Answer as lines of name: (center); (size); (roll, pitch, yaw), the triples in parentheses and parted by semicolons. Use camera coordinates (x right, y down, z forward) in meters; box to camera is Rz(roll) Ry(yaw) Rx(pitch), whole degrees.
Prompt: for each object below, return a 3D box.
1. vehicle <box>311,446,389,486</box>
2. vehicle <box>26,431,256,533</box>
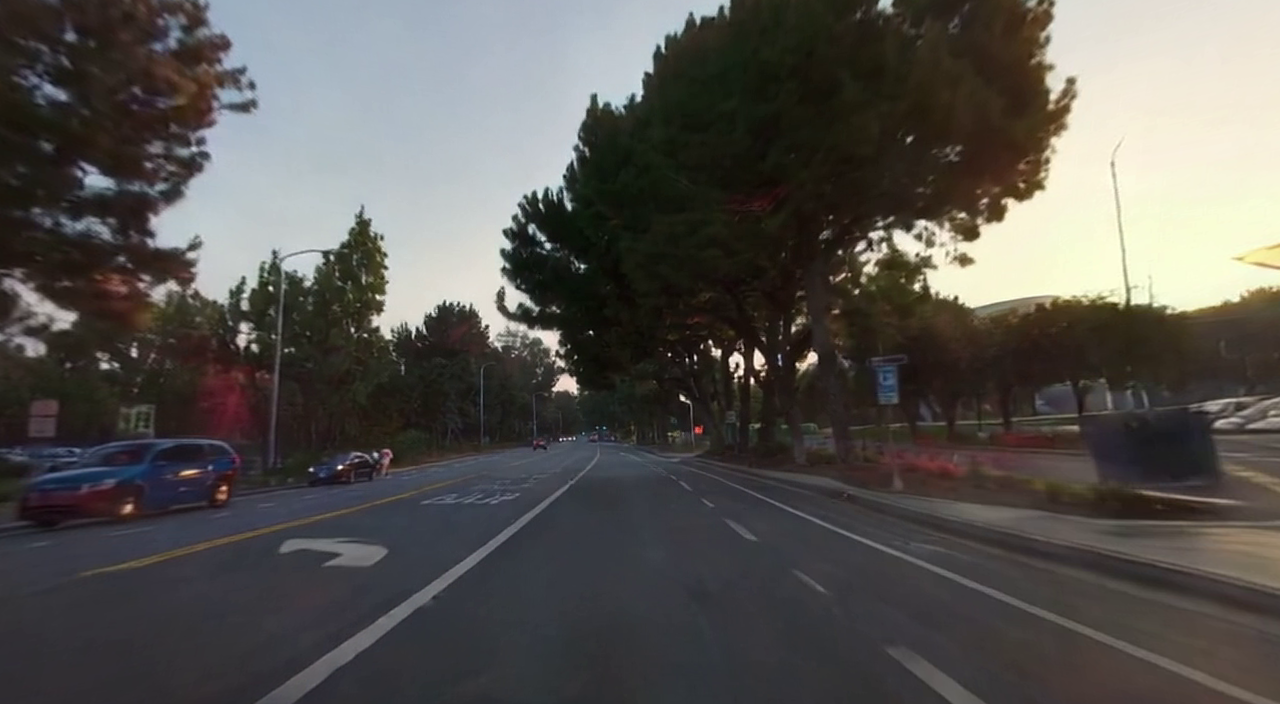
vehicle: (-14.181, 5.611, 31.203); (2.090, 1.680, 4.434); (-2, -9, -4)
vehicle: (-13.111, 3.346, 17.261); (2.314, 2.144, 5.403); (-3, -7, -6)
